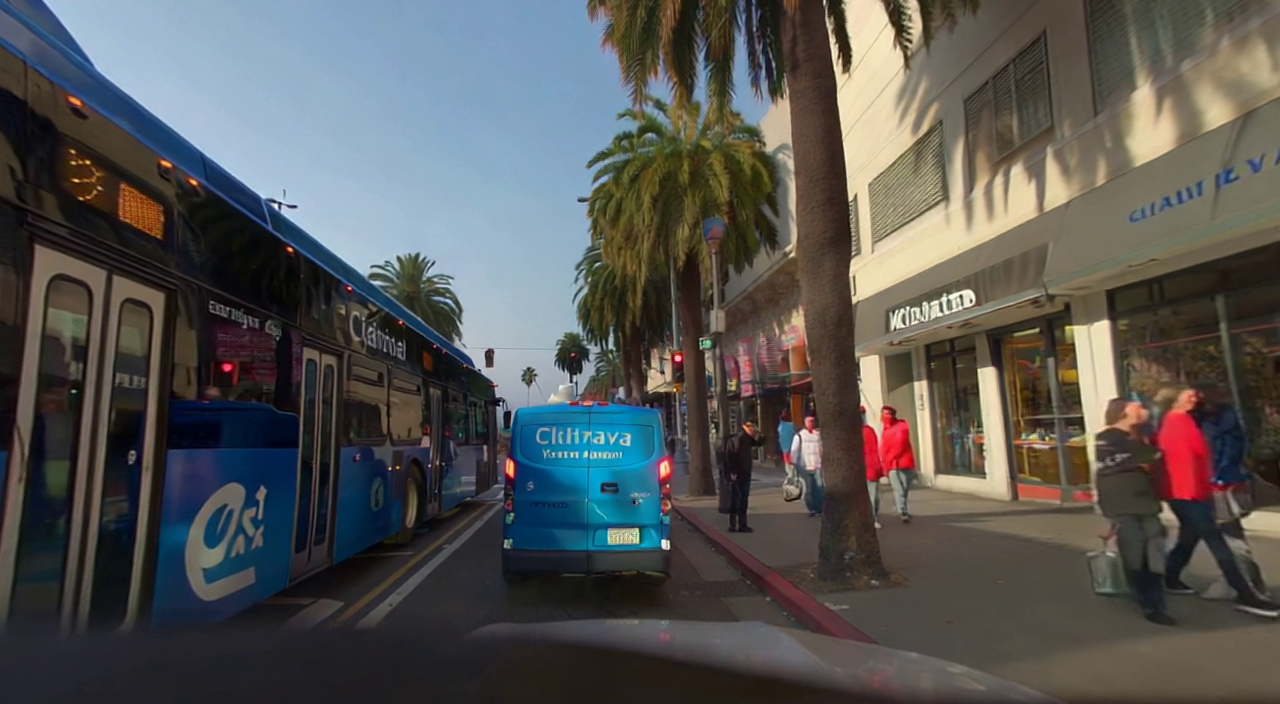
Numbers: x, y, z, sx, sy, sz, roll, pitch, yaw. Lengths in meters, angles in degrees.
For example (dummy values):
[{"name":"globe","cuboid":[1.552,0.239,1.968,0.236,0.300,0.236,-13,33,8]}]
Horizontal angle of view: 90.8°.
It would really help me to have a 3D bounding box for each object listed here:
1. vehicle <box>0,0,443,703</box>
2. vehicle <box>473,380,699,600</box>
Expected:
[{"name":"vehicle","cuboid":[-3.720,0.132,2.851,2.863,3.233,11.573,1,-8,-5]},{"name":"vehicle","cuboid":[-0.793,1.524,7.801,2.002,1.907,4.211,1,-9,-9]}]
